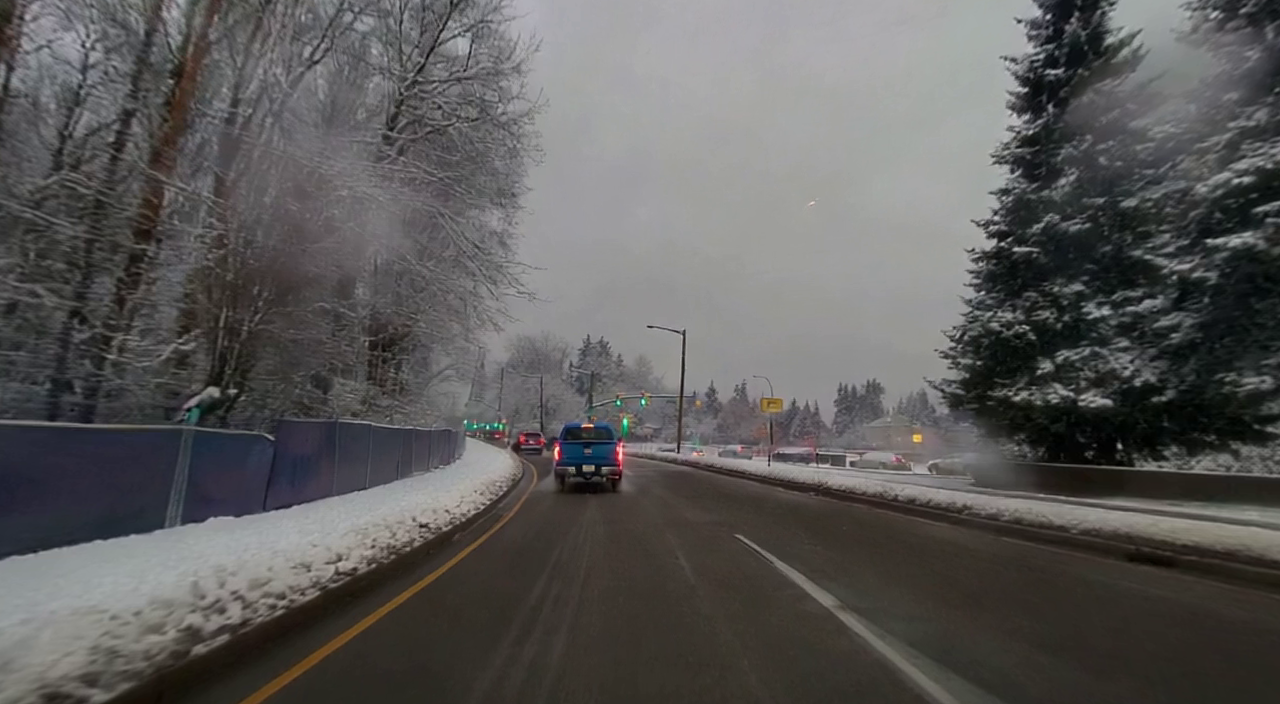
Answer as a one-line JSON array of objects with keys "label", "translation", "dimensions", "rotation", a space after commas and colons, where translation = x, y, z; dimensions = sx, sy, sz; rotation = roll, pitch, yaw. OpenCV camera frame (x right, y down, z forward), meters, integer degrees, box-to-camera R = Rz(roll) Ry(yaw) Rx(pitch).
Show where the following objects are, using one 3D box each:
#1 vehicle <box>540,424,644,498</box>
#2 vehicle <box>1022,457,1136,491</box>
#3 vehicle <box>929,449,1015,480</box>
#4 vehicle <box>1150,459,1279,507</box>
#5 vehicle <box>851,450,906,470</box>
[{"label": "vehicle", "translation": [-1.382, 2.959, 17.563], "dimensions": [2.436, 1.698, 5.322], "rotation": [1, -8, -6]}, {"label": "vehicle", "translation": [22.433, 6.235, 32.501], "dimensions": [1.850, 1.470, 4.761], "rotation": [2, -9, -11]}, {"label": "vehicle", "translation": [20.900, 7.077, 39.942], "dimensions": [1.938, 1.781, 5.078], "rotation": [1, -8, -11]}, {"label": "vehicle", "translation": [23.611, 5.200, 25.446], "dimensions": [1.895, 1.611, 4.545], "rotation": [1, -8, -7]}, {"label": "vehicle", "translation": [18.694, 8.478, 49.674], "dimensions": [1.805, 1.494, 4.362], "rotation": [2, -9, -15]}]
